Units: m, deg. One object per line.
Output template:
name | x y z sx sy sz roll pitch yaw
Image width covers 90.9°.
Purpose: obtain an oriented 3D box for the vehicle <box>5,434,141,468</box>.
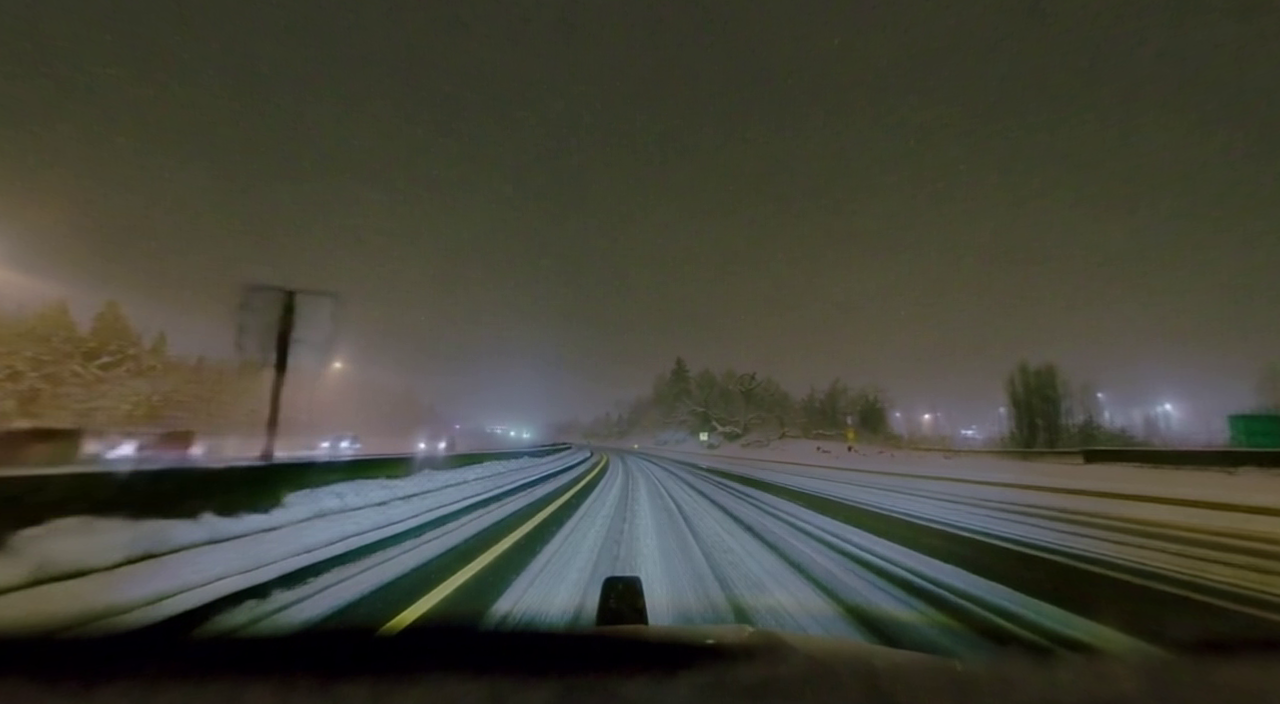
vehicle | -26.335 4.629 29.592 2.027 1.457 4.742 0 -8 -1
